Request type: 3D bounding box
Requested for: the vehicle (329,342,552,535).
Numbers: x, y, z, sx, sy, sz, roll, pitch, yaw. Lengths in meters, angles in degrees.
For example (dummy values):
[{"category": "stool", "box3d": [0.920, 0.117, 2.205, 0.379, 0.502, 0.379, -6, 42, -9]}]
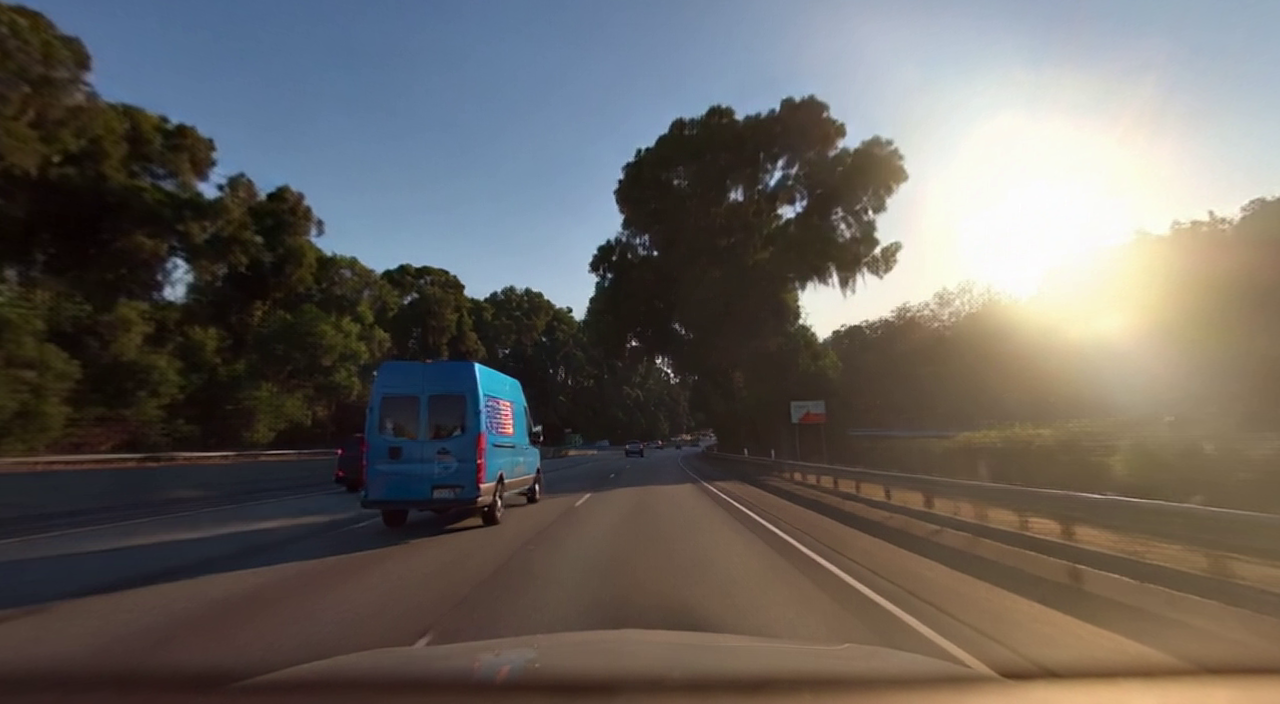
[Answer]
[{"category": "vehicle", "box3d": [-3.372, 1.679, 12.296, 2.319, 2.883, 5.632, 0, -8, 1]}]
